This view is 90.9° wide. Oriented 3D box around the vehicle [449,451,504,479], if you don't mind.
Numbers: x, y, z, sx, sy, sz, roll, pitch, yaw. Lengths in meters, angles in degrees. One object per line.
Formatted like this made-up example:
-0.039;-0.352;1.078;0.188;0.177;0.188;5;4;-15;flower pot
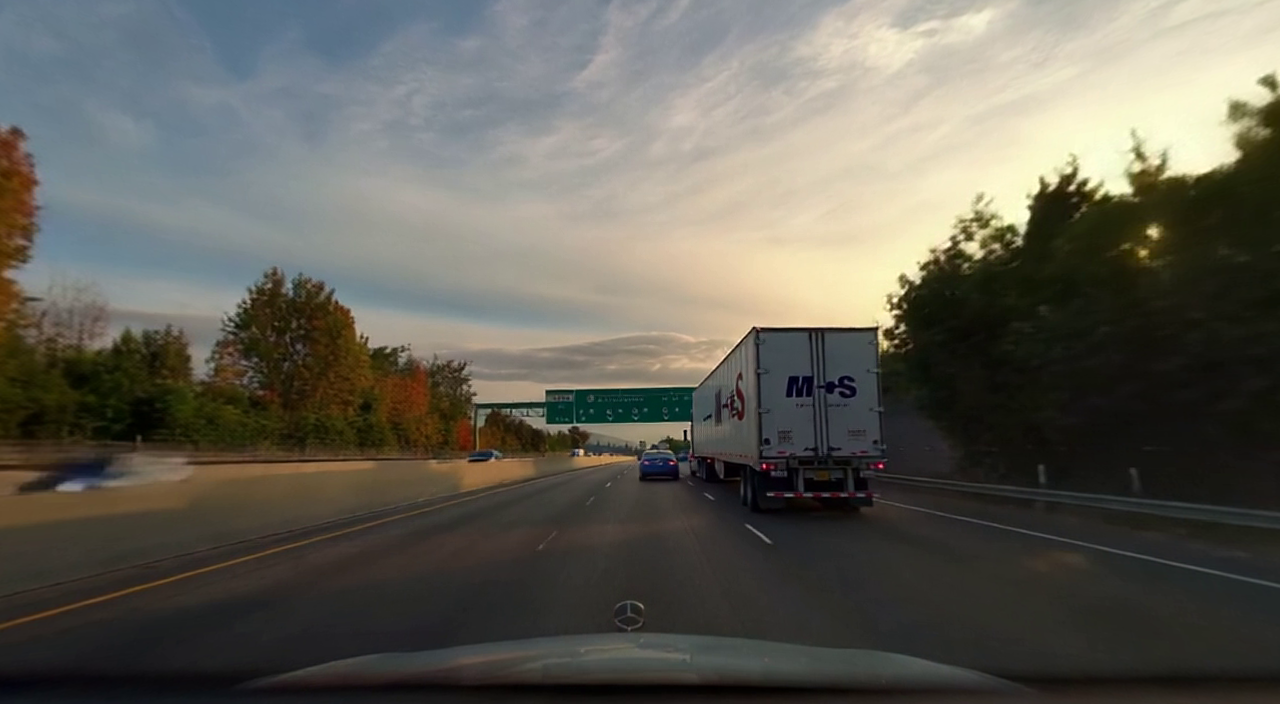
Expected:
-9.388;6.494;36.566;1.912;1.502;4.283;0;-9;2;vehicle

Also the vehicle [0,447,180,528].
-13.526;3.087;14.975;1.941;1.602;4.247;0;-9;0;vehicle

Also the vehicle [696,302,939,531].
3.773;2.183;18.384;3.002;4.104;14.174;0;-9;0;vehicle

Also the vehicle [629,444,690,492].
0.639;4.330;23.857;2.121;1.642;3.828;0;-9;-1;vehicle
